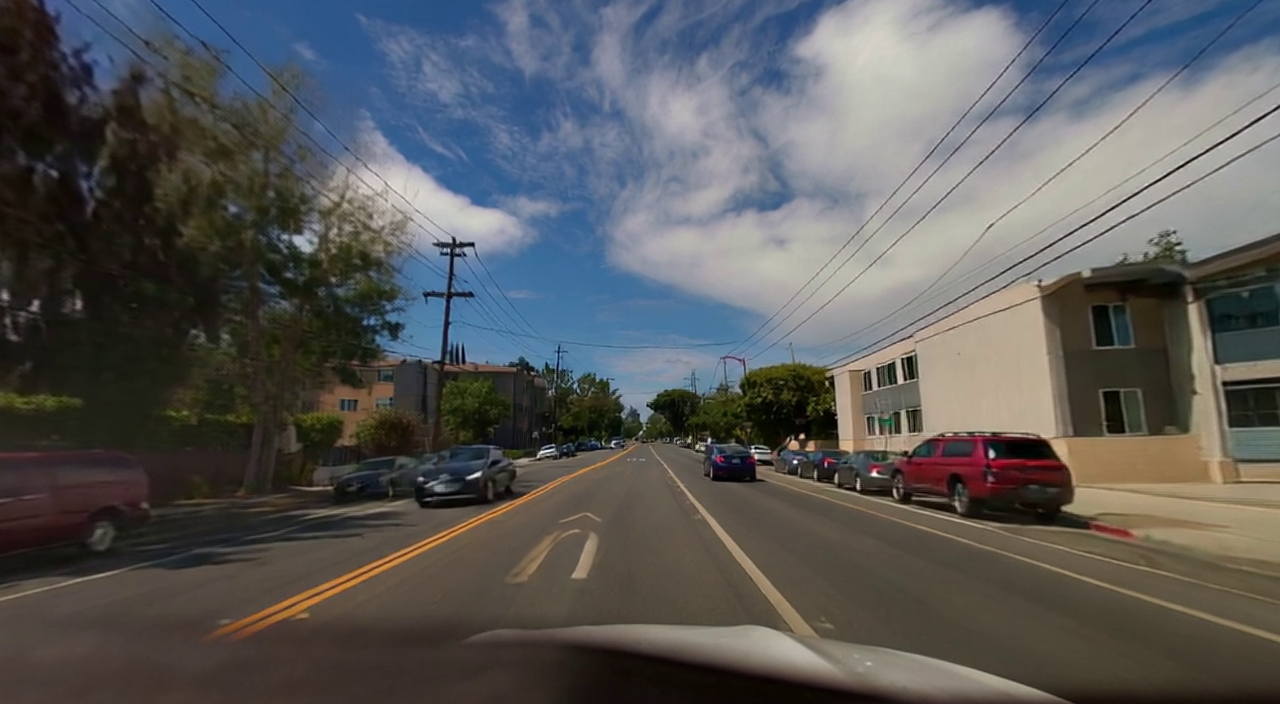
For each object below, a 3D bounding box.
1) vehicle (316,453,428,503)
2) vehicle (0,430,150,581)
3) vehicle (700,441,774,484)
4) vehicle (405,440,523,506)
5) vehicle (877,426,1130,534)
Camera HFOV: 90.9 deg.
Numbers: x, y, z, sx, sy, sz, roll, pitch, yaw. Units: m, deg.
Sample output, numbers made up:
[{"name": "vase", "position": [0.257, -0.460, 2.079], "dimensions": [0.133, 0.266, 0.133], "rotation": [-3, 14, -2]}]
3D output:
[{"name": "vehicle", "position": [-9.298, 4.372, 22.332], "dimensions": [1.944, 1.524, 4.404], "rotation": [0, -8, 2]}, {"name": "vehicle", "position": [-9.495, 2.129, 8.644], "dimensions": [1.981, 1.975, 4.534], "rotation": [-3, -8, -1]}, {"name": "vehicle", "position": [3.632, 4.259, 24.610], "dimensions": [2.059, 1.489, 4.629], "rotation": [0, -8, -1]}, {"name": "vehicle", "position": [-4.717, 3.280, 17.598], "dimensions": [2.010, 1.588, 4.186], "rotation": [0, -8, 1]}, {"name": "vehicle", "position": [7.741, 2.766, 14.522], "dimensions": [2.250, 1.935, 6.052], "rotation": [0, -8, 0]}]
